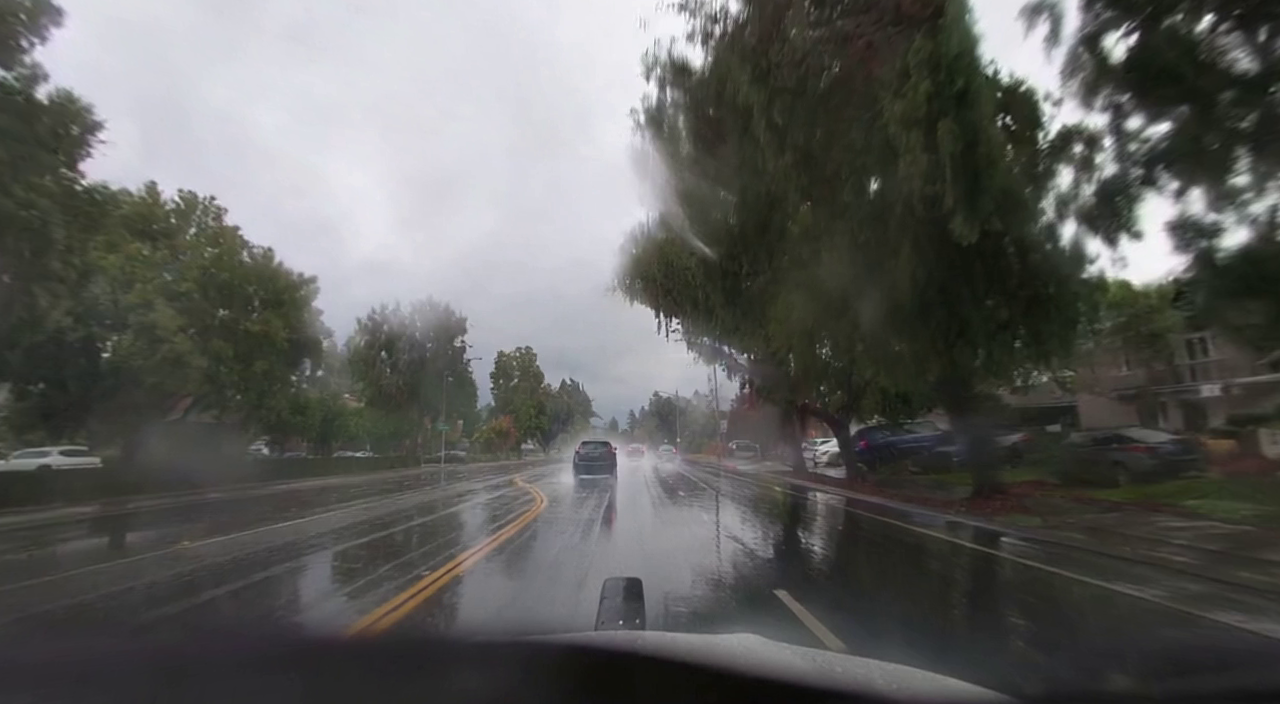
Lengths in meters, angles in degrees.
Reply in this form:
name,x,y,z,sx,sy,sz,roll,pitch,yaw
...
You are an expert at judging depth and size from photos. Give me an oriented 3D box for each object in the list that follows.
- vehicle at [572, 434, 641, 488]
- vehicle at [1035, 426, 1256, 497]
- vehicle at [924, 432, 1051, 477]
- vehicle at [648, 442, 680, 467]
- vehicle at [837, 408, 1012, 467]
name,x,y,z,sx,sy,sz,roll,pitch,yaw
vehicle,-1.279,3.890,22.882,2.205,1.706,4.904,1,-8,-5
vehicle,12.013,2.592,15.223,3.848,1.459,1.951,-7,-11,41
vehicle,12.164,3.590,22.246,1.740,1.431,3.431,8,-11,-42
vehicle,1.567,6.864,42.427,2.003,1.614,4.072,0,-8,1
vehicle,11.806,3.653,26.693,2.483,2.209,6.171,8,-11,-42
